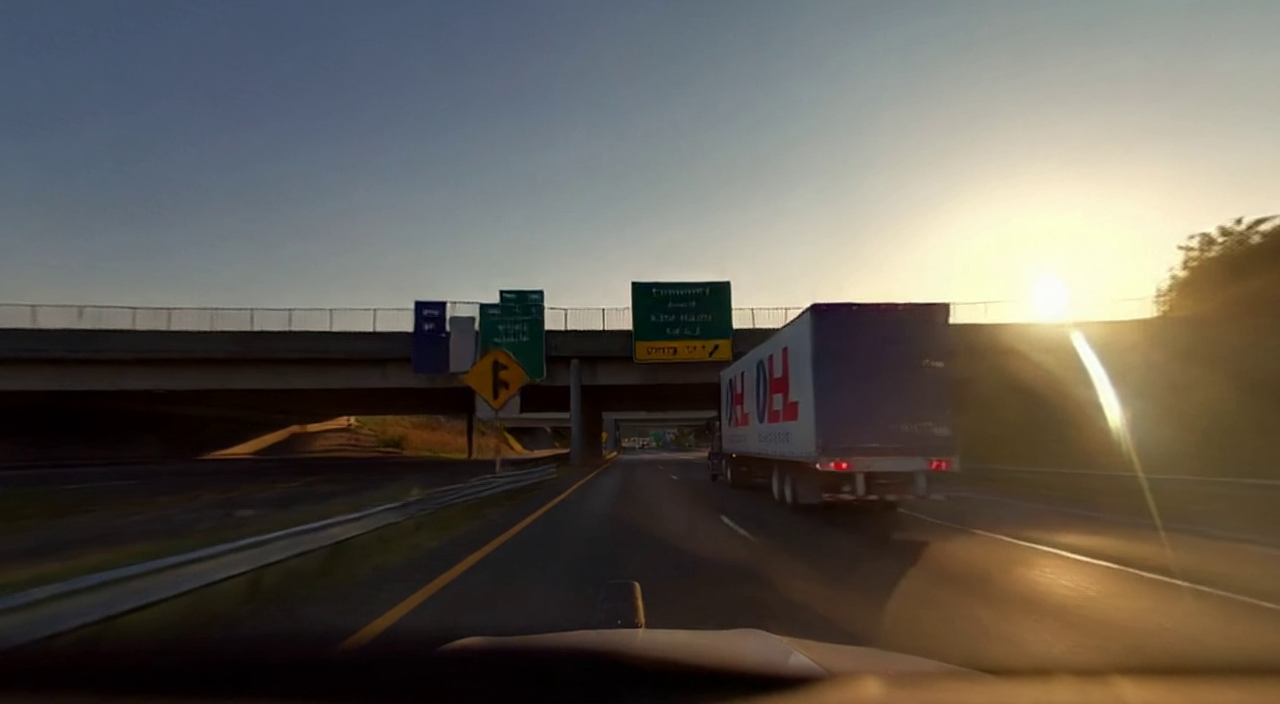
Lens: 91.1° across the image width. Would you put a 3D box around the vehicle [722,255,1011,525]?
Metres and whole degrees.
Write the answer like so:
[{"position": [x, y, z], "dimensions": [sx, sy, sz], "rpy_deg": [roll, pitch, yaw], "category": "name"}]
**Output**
[{"position": [3.879, 1.128, 13.482], "dimensions": [2.879, 4.075, 8.126], "rpy_deg": [0, -9, -2], "category": "vehicle"}]
